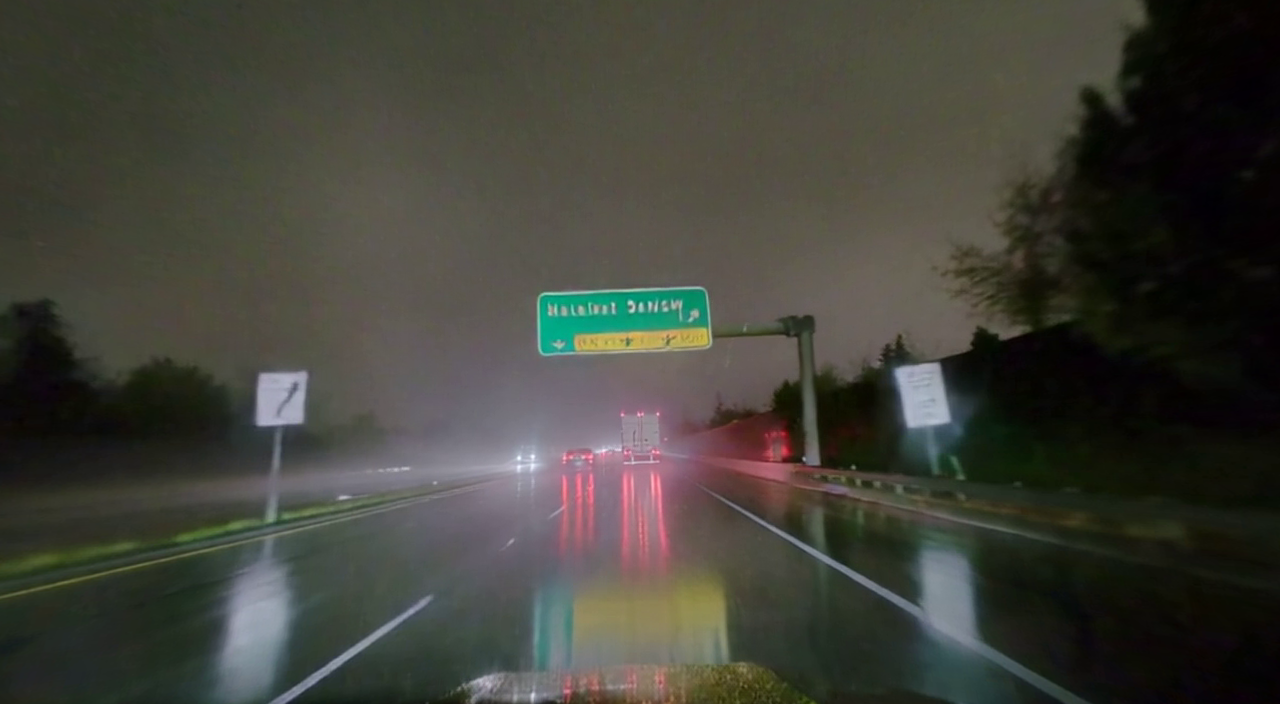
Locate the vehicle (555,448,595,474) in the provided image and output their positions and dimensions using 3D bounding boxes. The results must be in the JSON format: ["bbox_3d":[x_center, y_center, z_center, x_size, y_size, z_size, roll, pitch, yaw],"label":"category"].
[{"bbox_3d":[-4.089,6.903,40.224,2.053,1.523,4.450,0,-9,1],"label":"vehicle"}]

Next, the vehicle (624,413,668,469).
[{"bbox_3d":[0.269,6.815,47.931,2.864,3.805,9.500,0,-9,-2],"label":"vehicle"}]
